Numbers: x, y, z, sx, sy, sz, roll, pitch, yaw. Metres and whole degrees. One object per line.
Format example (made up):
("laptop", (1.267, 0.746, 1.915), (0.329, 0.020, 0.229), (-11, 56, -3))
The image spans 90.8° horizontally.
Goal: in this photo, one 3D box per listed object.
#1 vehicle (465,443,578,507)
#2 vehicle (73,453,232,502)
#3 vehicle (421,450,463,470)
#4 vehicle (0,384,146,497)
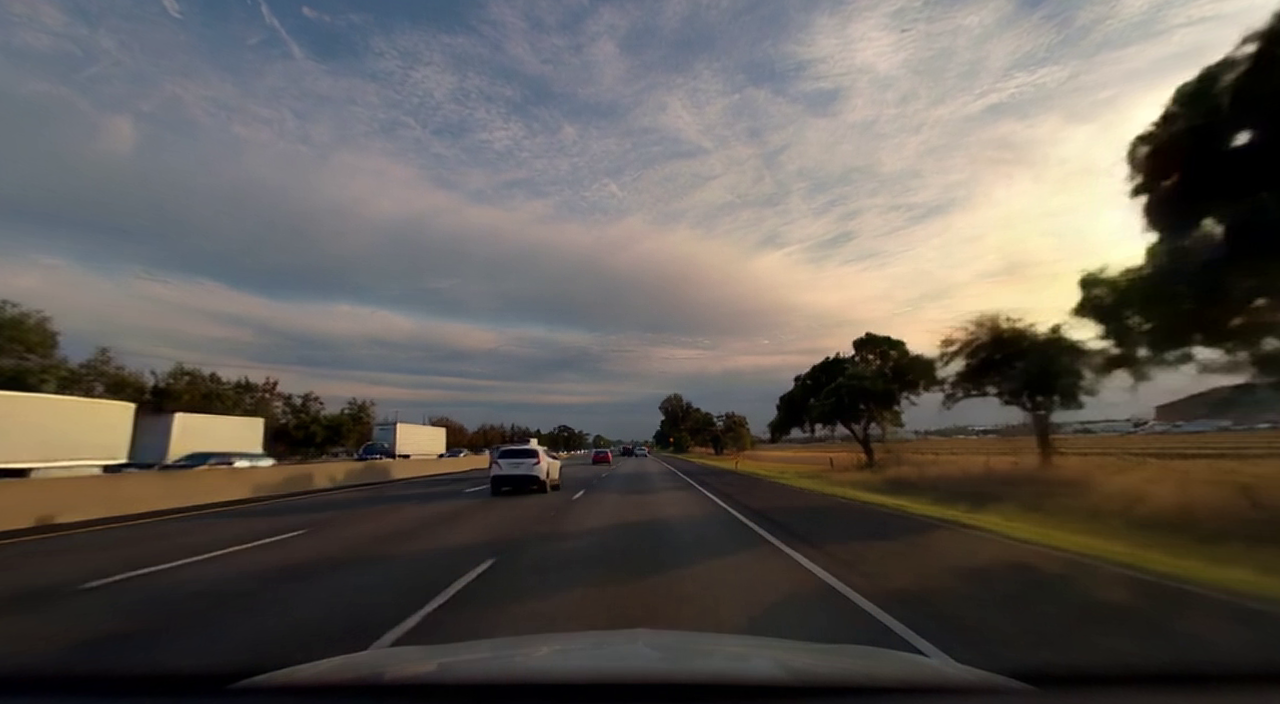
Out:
("vehicle", (-3.000, 3.235, 17.018), (2.110, 1.500, 4.259), (0, -9, 1))
("vehicle", (-15.464, 3.960, 20.364), (1.836, 1.395, 4.120), (0, -9, 0))
("vehicle", (-15.481, 8.426, 49.472), (1.904, 1.501, 4.158), (0, -9, 0))
("vehicle", (-23.424, 3.191, 22.661), (3.037, 3.822, 10.142), (0, -9, 0))
